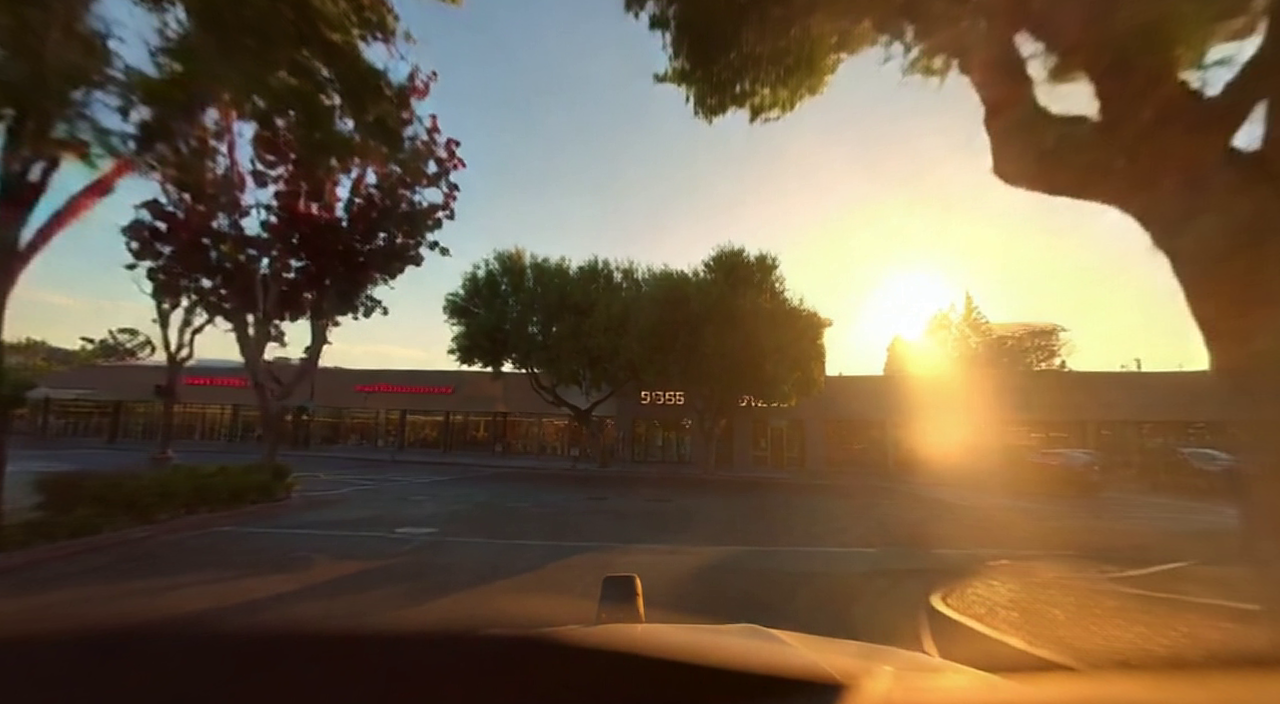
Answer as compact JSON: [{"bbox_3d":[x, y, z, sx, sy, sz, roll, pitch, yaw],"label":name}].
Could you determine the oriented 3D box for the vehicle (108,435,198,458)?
[{"bbox_3d":[-31.646,6.141,41.210,4.431,1.449,1.808,6,-10,-33],"label":"vehicle"}]

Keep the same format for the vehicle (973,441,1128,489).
[{"bbox_3d":[14.322,3.923,22.516,2.140,1.507,4.856,0,-8,-2],"label":"vehicle"}]

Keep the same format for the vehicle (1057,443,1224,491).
[{"bbox_3d":[17.599,4.026,22.621,1.804,1.502,4.815,1,-8,-4],"label":"vehicle"}]
